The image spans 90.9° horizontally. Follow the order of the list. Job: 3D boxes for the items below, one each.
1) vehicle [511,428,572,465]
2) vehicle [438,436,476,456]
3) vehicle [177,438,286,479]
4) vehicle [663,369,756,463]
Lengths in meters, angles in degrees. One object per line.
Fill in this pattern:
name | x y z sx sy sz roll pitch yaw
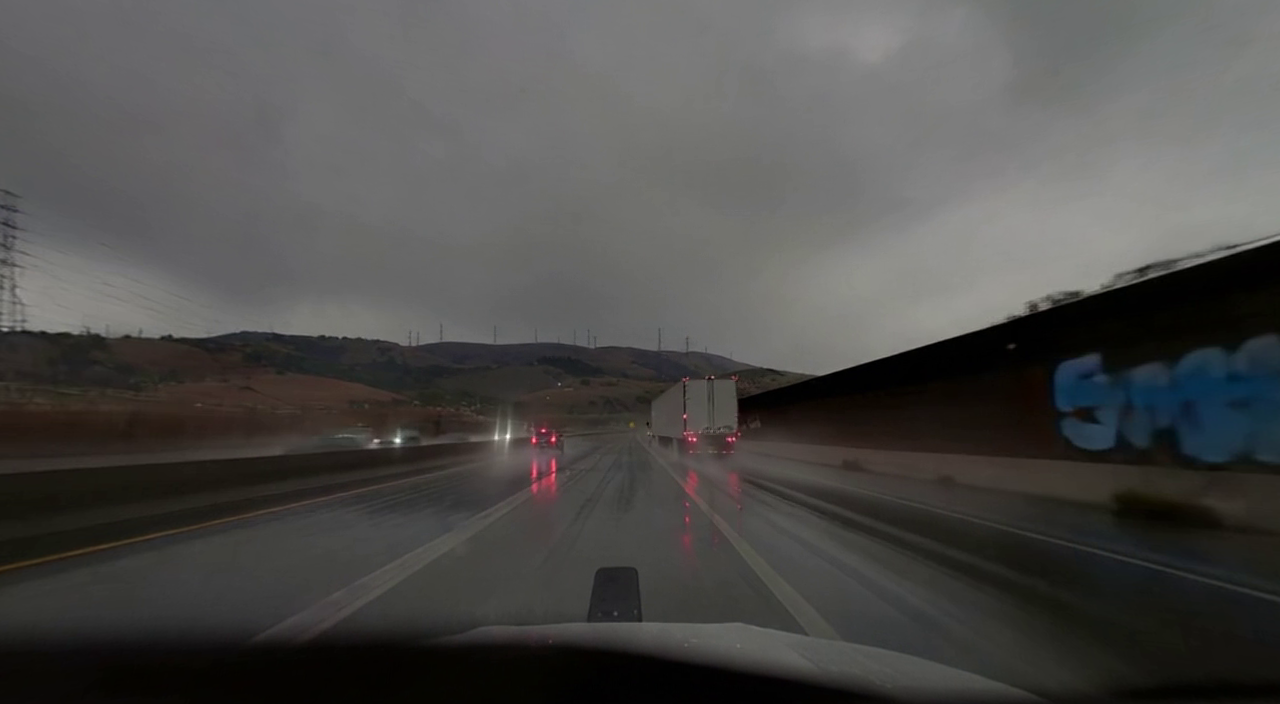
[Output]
vehicle | -4.246 4.153 27.875 1.965 1.486 4.448 0 -8 0
vehicle | -12.097 6.214 41.827 1.590 1.306 3.344 0 -8 -1
vehicle | -15.860 4.119 24.735 1.716 1.396 3.946 0 -7 -2
vehicle | 3.075 3.363 31.525 3.060 3.842 11.095 0 -8 -2
